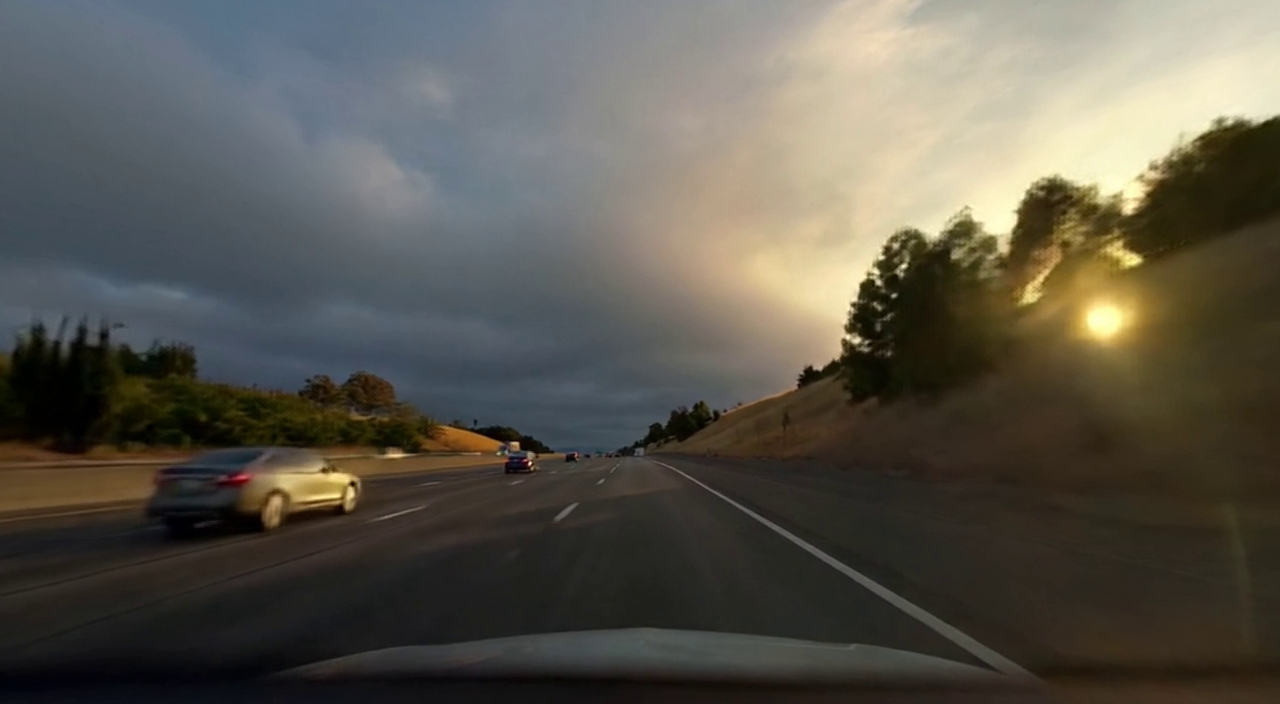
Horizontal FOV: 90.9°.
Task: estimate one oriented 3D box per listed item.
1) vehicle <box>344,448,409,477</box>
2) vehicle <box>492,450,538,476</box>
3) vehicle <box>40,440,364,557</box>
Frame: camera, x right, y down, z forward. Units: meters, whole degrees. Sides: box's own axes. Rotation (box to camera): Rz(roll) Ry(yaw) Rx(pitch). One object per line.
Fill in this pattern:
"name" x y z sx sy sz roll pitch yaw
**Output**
"vehicle" -14.618 6.135 35.217 1.794 1.461 4.344 0 -9 0
"vehicle" -7.524 6.691 38.301 1.966 1.476 4.240 0 -9 0
"vehicle" -6.654 2.244 10.445 2.015 1.483 4.626 0 -9 0
